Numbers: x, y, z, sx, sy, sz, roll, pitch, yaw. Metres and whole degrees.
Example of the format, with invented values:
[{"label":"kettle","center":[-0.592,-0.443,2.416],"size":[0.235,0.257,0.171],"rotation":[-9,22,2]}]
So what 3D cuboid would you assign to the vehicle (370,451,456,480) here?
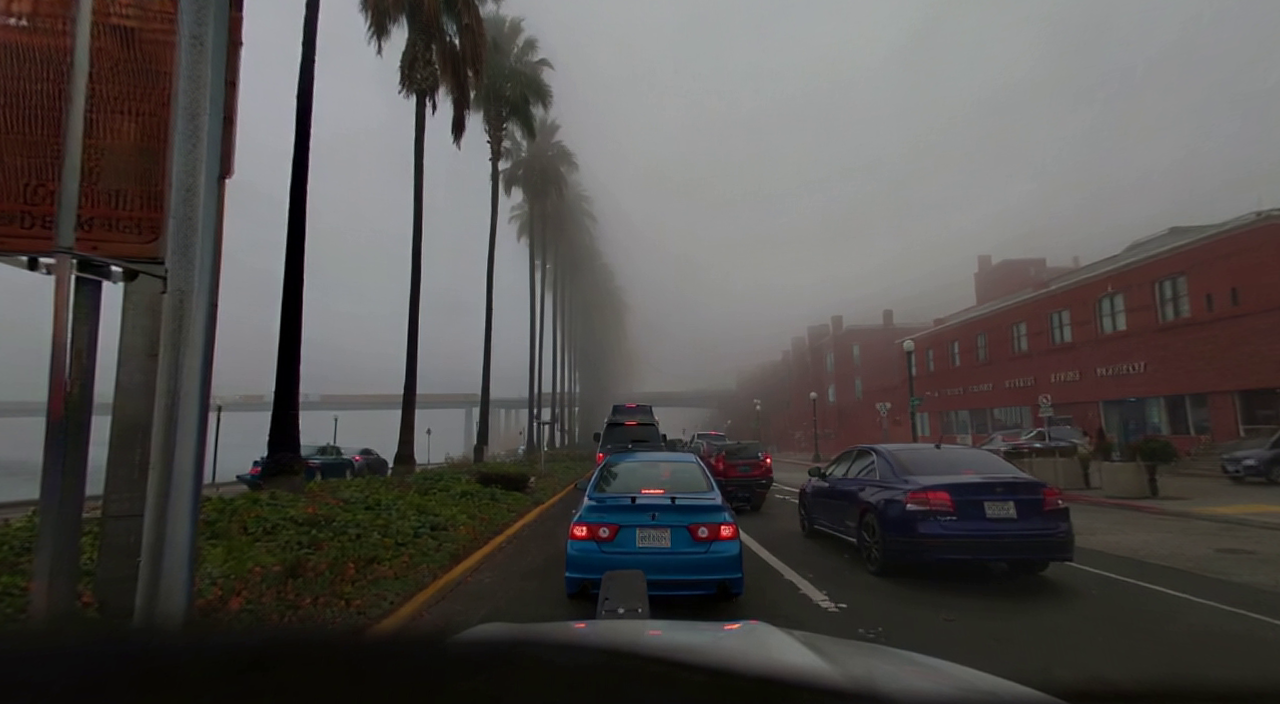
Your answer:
[{"label":"vehicle","center":[-14.956,7.468,41.684],"size":[4.852,1.802,2.104],"rotation":[-1,-9,8]}]

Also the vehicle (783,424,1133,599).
[{"label":"vehicle","center":[3.260,1.715,7.729],"size":[1.920,1.490,4.417],"rotation":[0,-9,-1]}]

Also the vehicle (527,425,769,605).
[{"label":"vehicle","center":[0.057,1.669,7.280],"size":[2.048,1.503,3.681],"rotation":[0,-9,0]}]
